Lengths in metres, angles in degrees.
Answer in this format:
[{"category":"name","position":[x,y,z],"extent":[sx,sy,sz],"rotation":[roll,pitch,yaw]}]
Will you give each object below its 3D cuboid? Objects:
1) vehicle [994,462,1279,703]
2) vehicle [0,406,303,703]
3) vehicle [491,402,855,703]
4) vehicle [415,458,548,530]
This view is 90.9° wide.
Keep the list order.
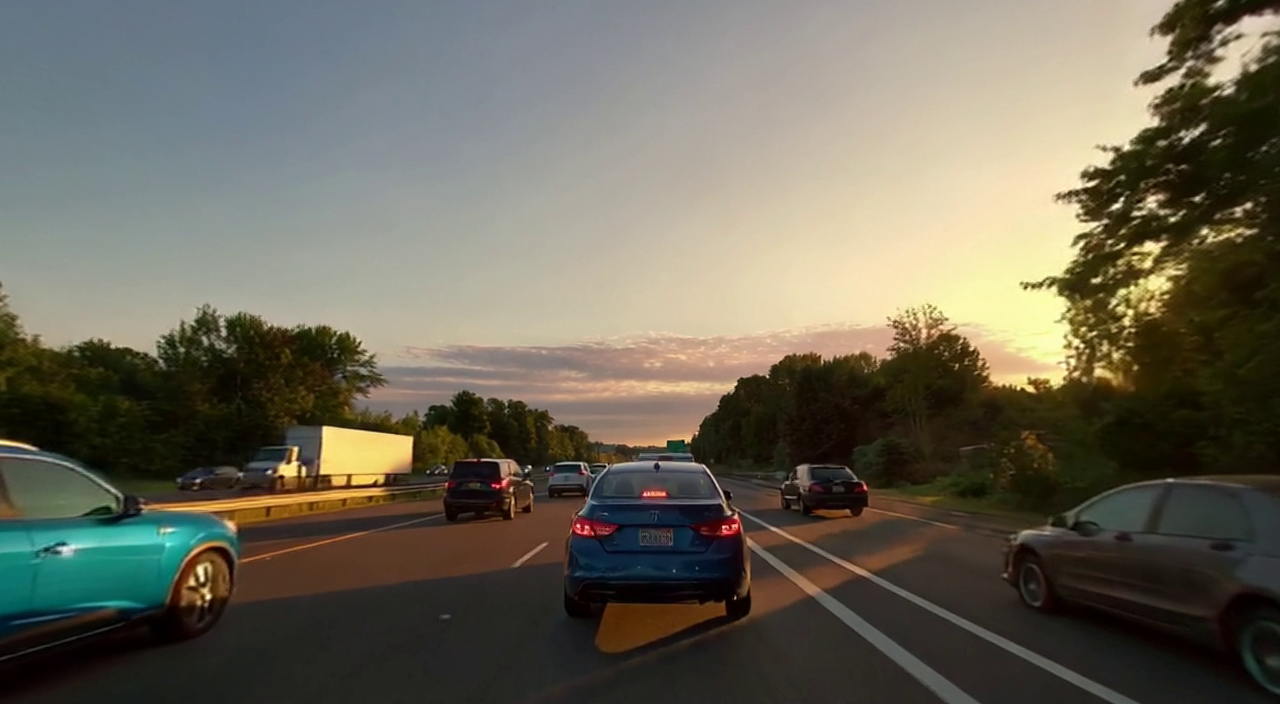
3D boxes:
[{"category":"vehicle","position":[4.522,1.456,4.197],"extent":[1.870,1.382,4.287],"rotation":[1,-11,1]},{"category":"vehicle","position":[-3.901,1.086,3.180],"extent":[1.994,1.556,4.263],"rotation":[1,-11,0]},{"category":"vehicle","position":[0.171,1.548,5.745],"extent":[2.057,1.725,4.126],"rotation":[1,-11,-1]},{"category":"vehicle","position":[-3.731,3.468,15.827],"extent":[1.960,1.502,4.593],"rotation":[0,-11,2]}]
